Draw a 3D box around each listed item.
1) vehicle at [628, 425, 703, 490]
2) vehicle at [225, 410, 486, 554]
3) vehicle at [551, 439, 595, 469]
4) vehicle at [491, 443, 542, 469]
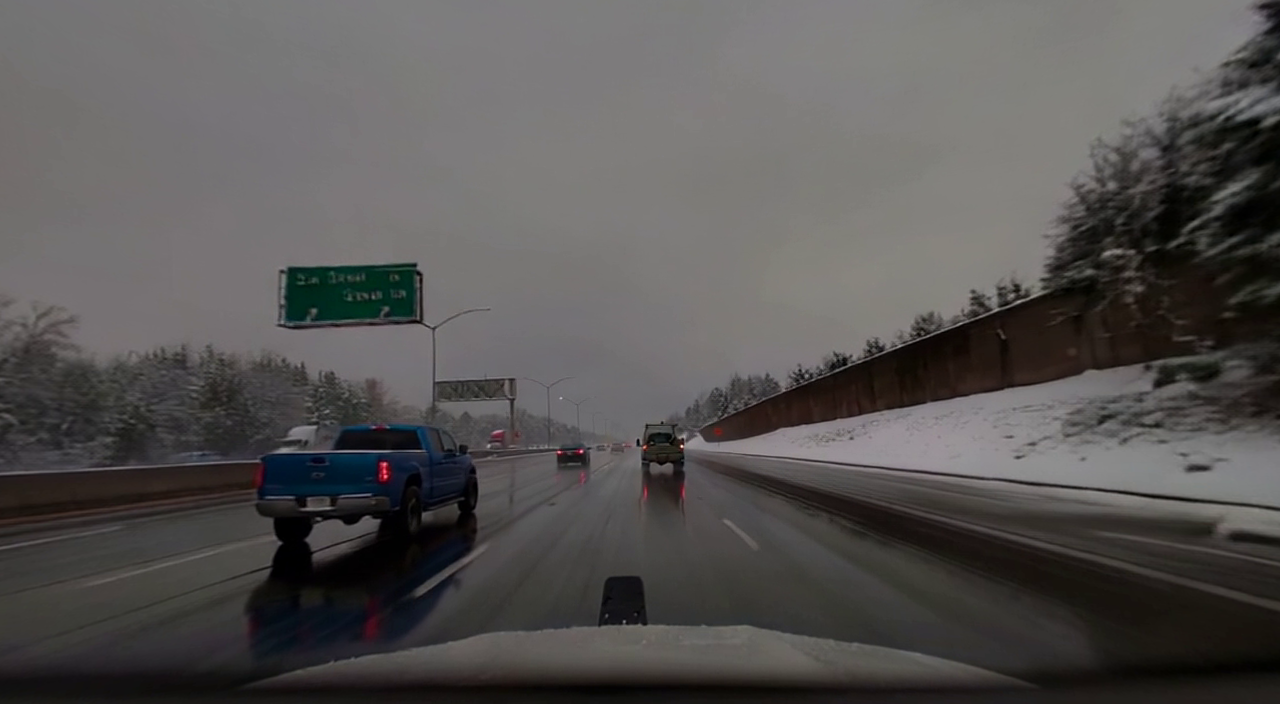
[{"bbox_3d":[0.685,3.302,19.982,2.083,1.792,4.782,0,-8,0],"label":"vehicle"},{"bbox_3d":[-4.238,2.029,10.628,1.954,1.792,5.187,0,-8,0],"label":"vehicle"},{"bbox_3d":[-3.873,5.969,37.064,1.961,1.591,4.756,0,-8,1],"label":"vehicle"},{"bbox_3d":[-7.526,6.391,38.912,2.081,1.463,4.749,0,-8,1],"label":"vehicle"}]
